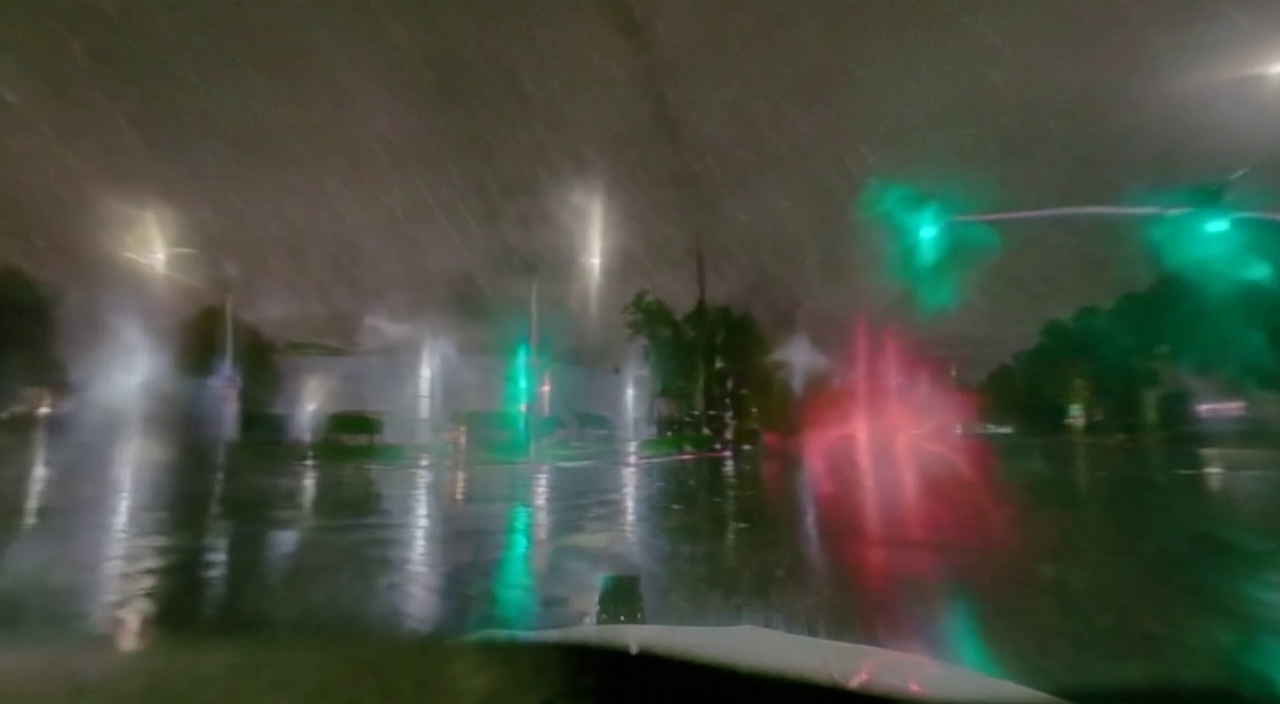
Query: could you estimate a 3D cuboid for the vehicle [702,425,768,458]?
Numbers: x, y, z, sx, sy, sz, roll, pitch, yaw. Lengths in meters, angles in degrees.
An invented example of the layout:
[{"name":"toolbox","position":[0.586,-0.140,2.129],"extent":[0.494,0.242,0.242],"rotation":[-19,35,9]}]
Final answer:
[{"name":"vehicle","position":[4.686,4.318,30.579],"extent":[2.149,1.477,4.186],"rotation":[-4,-9,23]}]
